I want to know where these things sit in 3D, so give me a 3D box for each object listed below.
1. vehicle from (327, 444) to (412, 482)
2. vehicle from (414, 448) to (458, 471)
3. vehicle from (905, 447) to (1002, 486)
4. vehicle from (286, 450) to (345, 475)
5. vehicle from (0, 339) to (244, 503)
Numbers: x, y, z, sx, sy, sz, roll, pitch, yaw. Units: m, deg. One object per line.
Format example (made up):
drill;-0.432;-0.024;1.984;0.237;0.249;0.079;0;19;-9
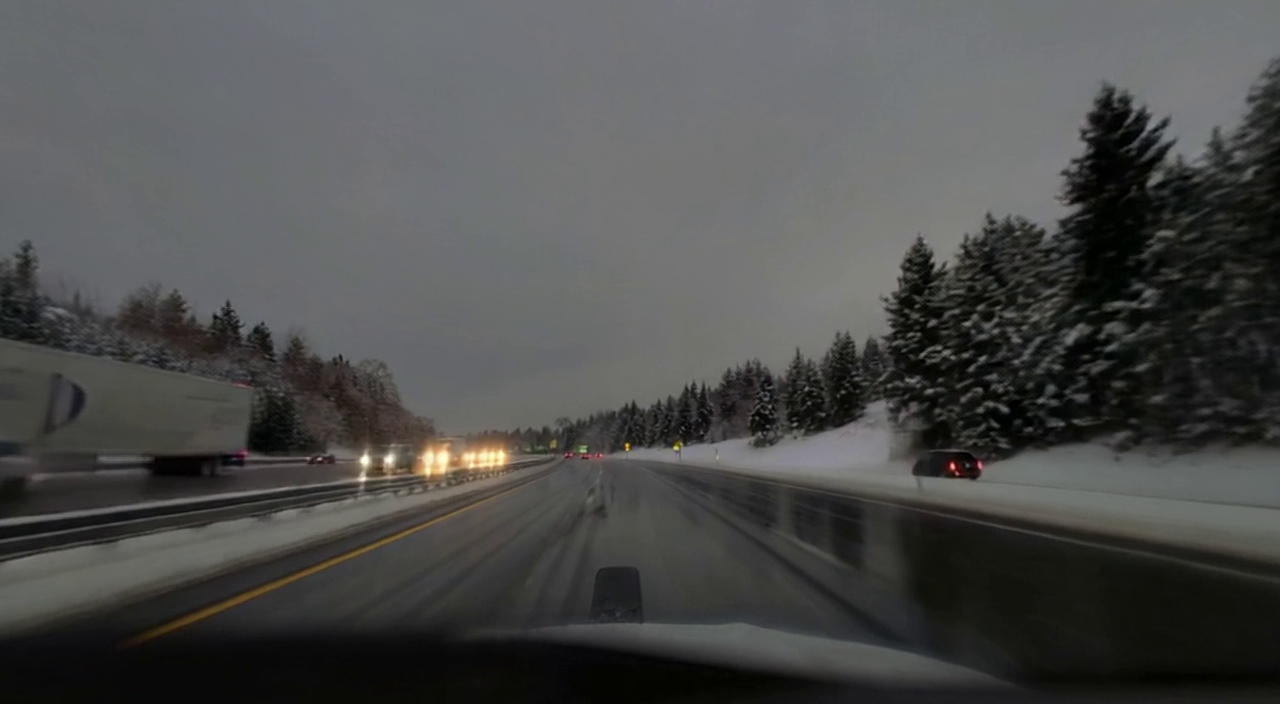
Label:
vehicle;-11.876;4.912;27.851;1.881;1.515;4.661;0;-9;-3
vehicle;-14.379;7.619;44.421;1.842;1.507;4.406;0;-9;-4
vehicle;15.471;5.660;31.262;2.020;1.738;4.549;1;-9;-8
vehicle;-20.003;6.821;38.778;1.793;1.461;3.704;0;-9;-3
vehicle;-18.363;2.400;20.026;2.968;4.245;13.857;0;-9;-3
